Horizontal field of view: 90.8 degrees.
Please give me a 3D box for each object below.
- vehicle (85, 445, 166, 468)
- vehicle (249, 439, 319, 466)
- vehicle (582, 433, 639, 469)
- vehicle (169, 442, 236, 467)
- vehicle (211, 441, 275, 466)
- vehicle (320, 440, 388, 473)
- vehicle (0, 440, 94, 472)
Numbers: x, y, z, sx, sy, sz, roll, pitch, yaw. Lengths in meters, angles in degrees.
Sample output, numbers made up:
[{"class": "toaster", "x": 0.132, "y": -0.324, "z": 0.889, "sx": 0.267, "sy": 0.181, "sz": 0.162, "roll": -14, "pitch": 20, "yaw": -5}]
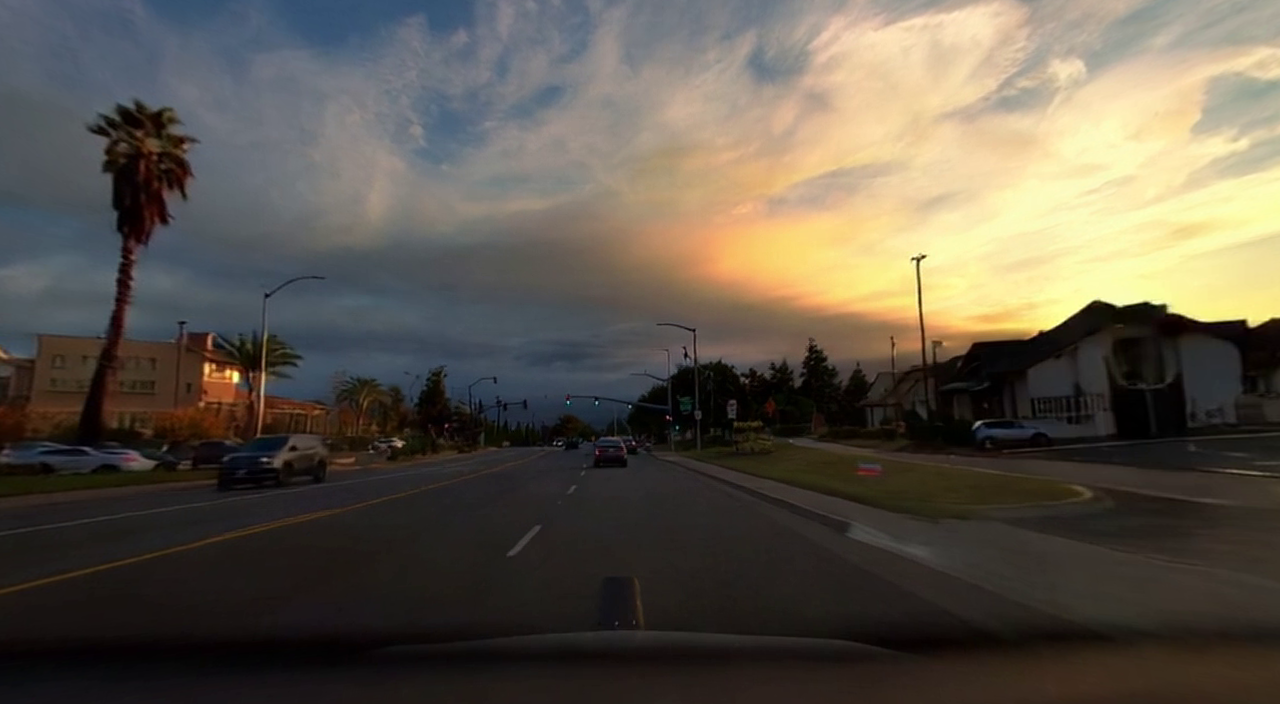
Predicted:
[{"class": "vehicle", "x": -35.160, "y": 7.155, "z": 43.340, "sx": 1.940, "sy": 1.474, "sz": 4.384, "roll": 0, "pitch": -8, "yaw": -1}, {"class": "vehicle", "x": -24.489, "y": 6.885, "z": 43.634, "sx": 1.974, "sy": 1.470, "sz": 4.892, "roll": -4, "pitch": -7, "yaw": 1}, {"class": "vehicle", "x": -1.265, "y": 4.514, "z": 29.018, "sx": 2.060, "sy": 1.526, "sz": 3.859, "roll": -1, "pitch": -8, "yaw": 6}, {"class": "vehicle", "x": -29.623, "y": 6.929, "z": 42.938, "sx": 1.812, "sy": 1.585, "sz": 3.938, "roll": 0, "pitch": -8, "yaw": -3}, {"class": "vehicle", "x": -27.120, "y": 6.923, "z": 43.327, "sx": 1.816, "sy": 1.586, "sz": 3.958, "roll": 0, "pitch": -8, "yaw": -1}, {"class": "vehicle", "x": -14.412, "y": 5.202, "z": 31.709, "sx": 1.903, "sy": 1.487, "sz": 4.784, "roll": 6, "pitch": -11, "yaw": -38}, {"class": "vehicle", "x": -40.630, "y": 7.054, "z": 43.383, "sx": 1.945, "sy": 1.840, "sz": 5.062, "roll": -4, "pitch": -7, "yaw": -2}]
